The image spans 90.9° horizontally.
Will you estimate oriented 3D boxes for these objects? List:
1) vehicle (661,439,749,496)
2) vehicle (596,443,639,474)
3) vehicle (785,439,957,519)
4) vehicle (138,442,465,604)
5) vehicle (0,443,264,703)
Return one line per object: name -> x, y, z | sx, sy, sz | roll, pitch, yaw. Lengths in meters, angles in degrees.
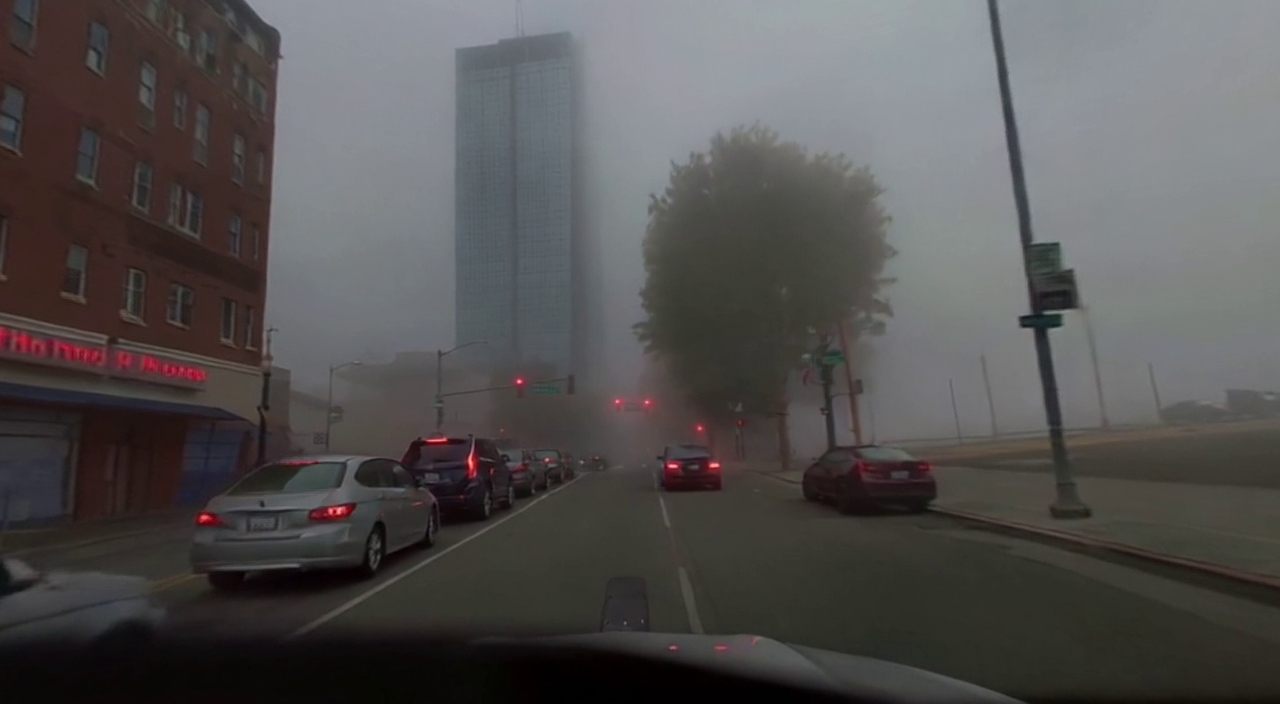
vehicle -> 1.795, 3.387, 18.908 | 2.150, 1.464, 4.467 | -1, -8, 0
vehicle -> -1.142, 5.550, 33.144 | 2.102, 1.521, 4.078 | 0, -8, -1
vehicle -> 4.778, 2.665, 13.895 | 1.956, 1.446, 4.537 | 0, -8, -2
vehicle -> -3.886, 1.976, 8.445 | 2.214, 1.496, 4.648 | 0, -8, -6
vehicle -> -2.874, 0.874, 1.000 | 2.169, 1.427, 4.531 | 0, -8, -7
